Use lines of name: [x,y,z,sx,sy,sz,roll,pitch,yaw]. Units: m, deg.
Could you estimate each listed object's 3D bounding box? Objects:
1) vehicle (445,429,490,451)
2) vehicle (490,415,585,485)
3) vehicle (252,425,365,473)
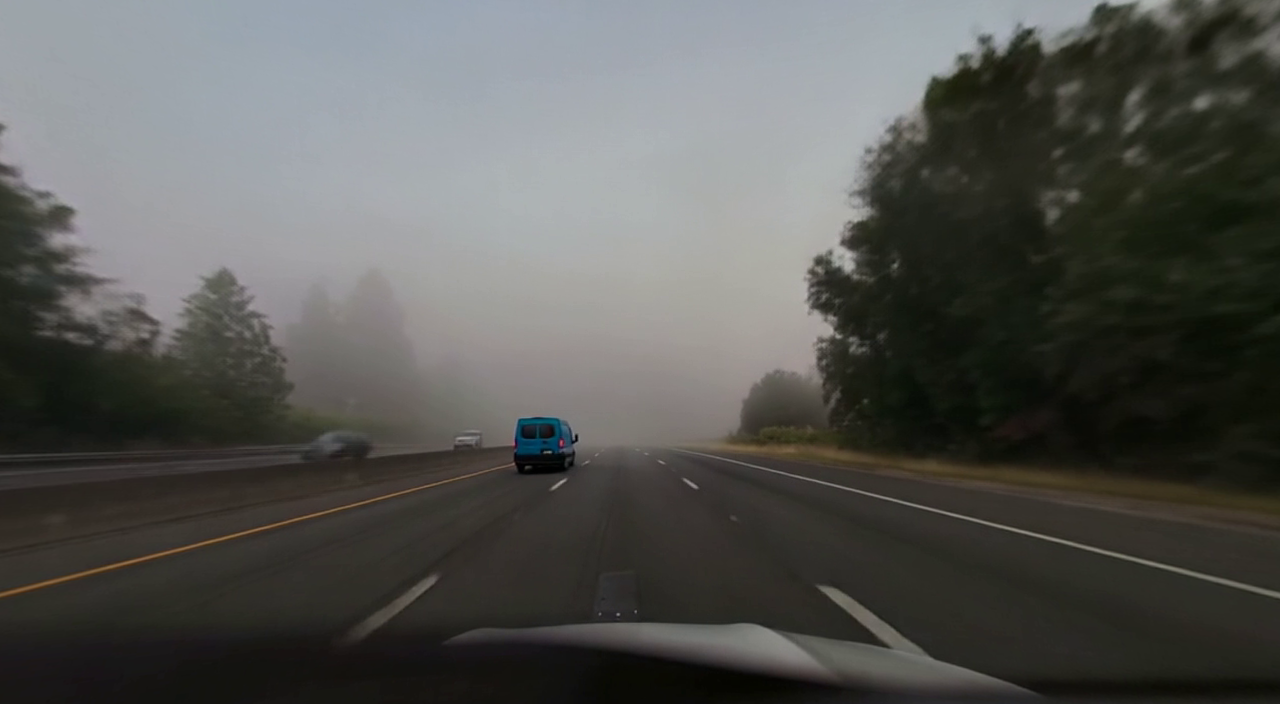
vehicle: [-13.140,6.700,48.196,2.128,1.573,4.641,0,-7,0]
vehicle: [-3.152,3.132,20.484,2.297,2.011,4.736,0,-8,0]
vehicle: [-12.590,3.687,24.261,2.113,1.676,4.158,1,-7,-1]
